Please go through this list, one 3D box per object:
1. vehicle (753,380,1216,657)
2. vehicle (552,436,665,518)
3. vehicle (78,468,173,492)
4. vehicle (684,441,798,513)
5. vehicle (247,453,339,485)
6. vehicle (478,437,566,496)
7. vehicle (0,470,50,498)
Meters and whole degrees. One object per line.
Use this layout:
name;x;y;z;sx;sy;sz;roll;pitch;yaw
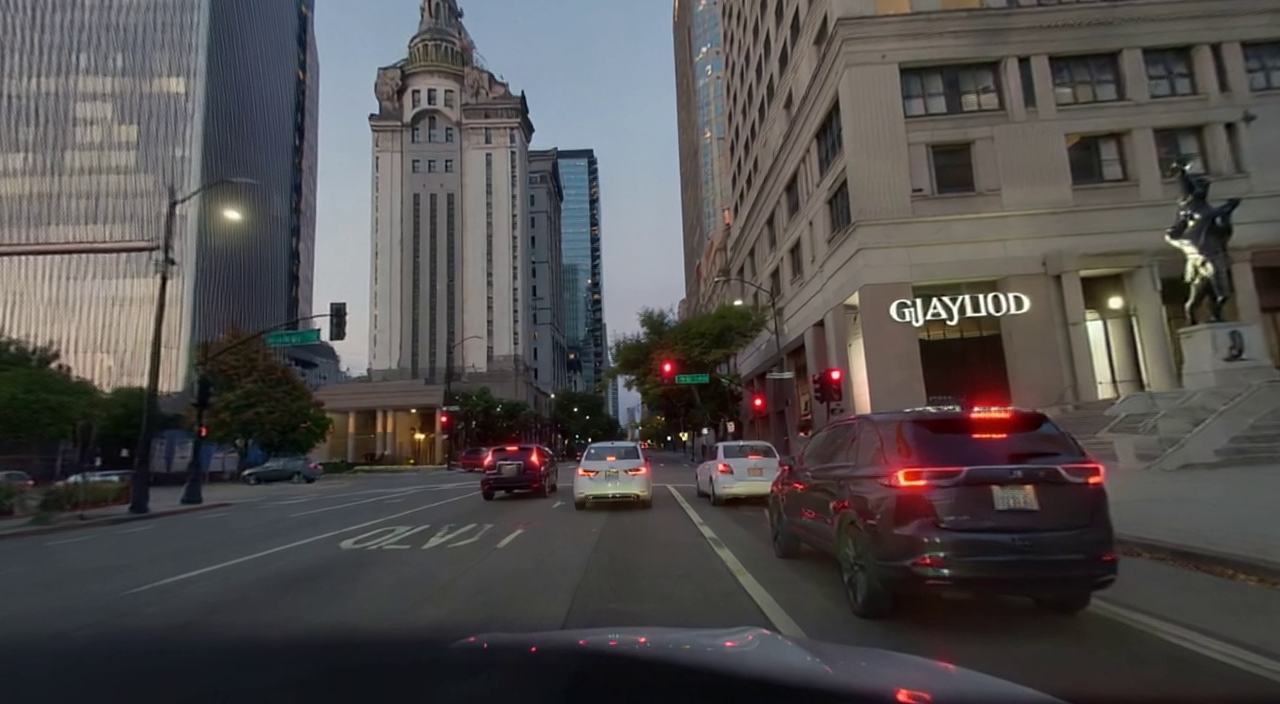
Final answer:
vehicle;2.629;1.405;6.377;2.096;1.775;4.440;0;-9;-1
vehicle;-0.619;2.640;13.819;2.096;1.492;4.071;0;-9;-1
vehicle;-32.306;8.040;39.748;4.392;1.427;1.764;0;-9;-1
vehicle;2.233;2.888;15.143;1.943;1.449;4.202;0;-9;-1
vehicle;-20.701;6.988;37.880;4.612;1.752;1.953;4;-10;-25
vehicle;-3.587;3.595;20.224;2.045;1.633;4.864;0;-9;-2
vehicle;-40.208;8.305;39.766;4.224;1.622;1.808;0;-9;-1
